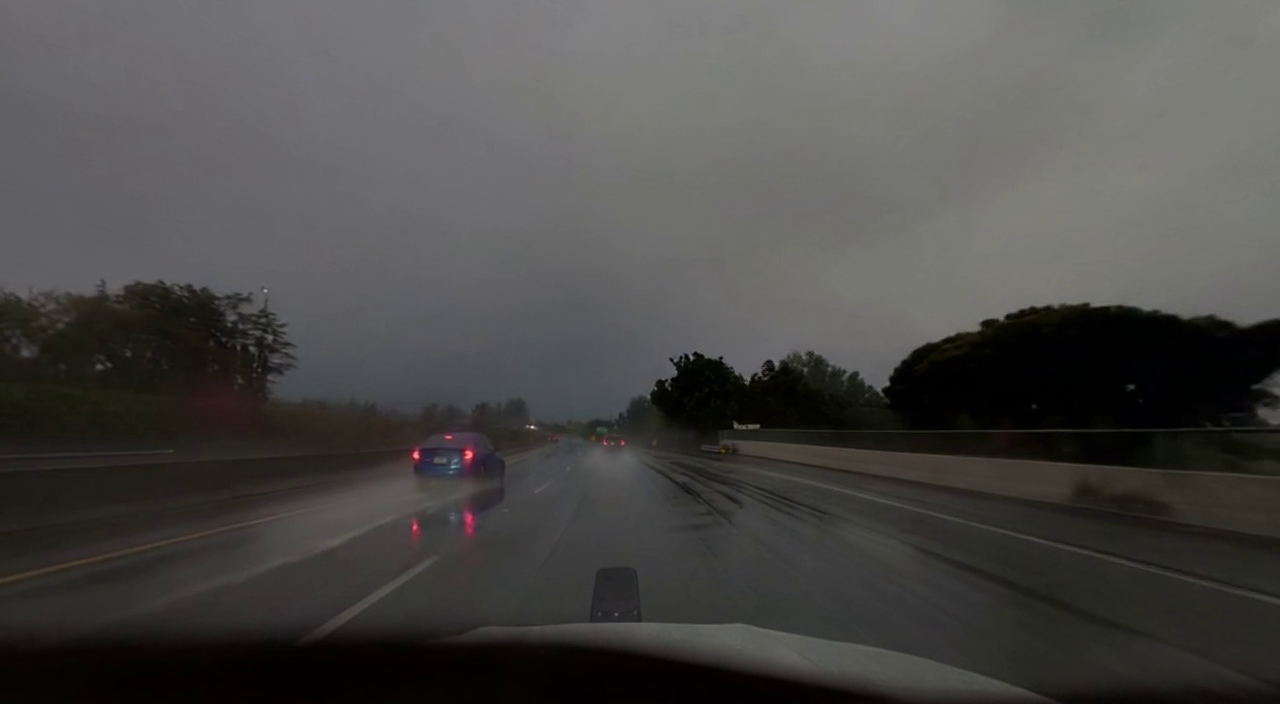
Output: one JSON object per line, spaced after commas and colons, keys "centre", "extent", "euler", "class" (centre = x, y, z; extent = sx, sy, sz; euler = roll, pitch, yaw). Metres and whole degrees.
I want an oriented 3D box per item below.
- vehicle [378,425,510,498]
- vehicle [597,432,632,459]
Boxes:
{"centre": [-4.913, 2.796, 16.626], "extent": [2.039, 1.627, 4.844], "euler": [0, -8, -2], "class": "vehicle"}
{"centre": [-1.654, 5.821, 39.371], "extent": [2.041, 1.618, 3.898], "euler": [0, -8, -4], "class": "vehicle"}
